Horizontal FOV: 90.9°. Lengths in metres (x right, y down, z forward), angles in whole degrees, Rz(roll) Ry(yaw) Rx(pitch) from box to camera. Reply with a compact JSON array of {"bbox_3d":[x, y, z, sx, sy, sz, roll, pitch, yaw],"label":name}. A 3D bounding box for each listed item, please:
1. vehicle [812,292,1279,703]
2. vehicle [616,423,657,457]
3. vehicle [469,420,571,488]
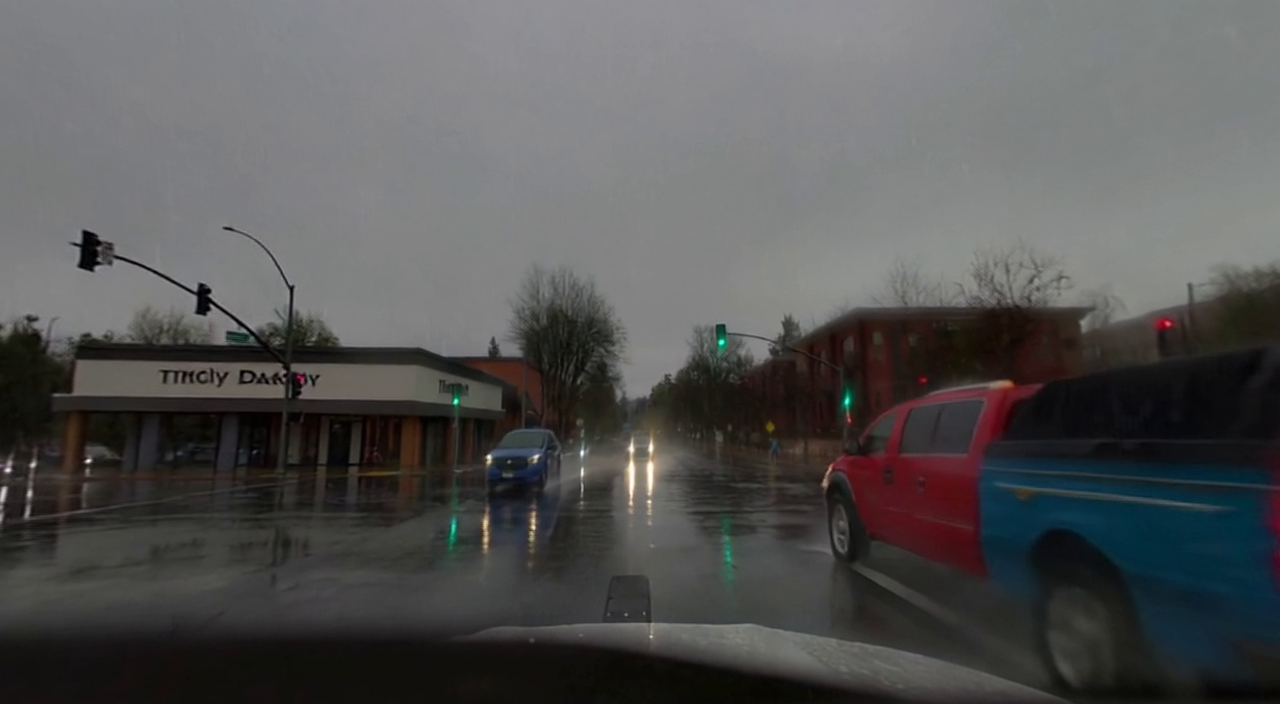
[{"bbox_3d":[2.859,0.985,4.245,2.048,1.725,4.754,0,-8,0],"label":"vehicle"},{"bbox_3d":[-0.238,5.519,39.376,2.390,1.948,5.344,0,-8,-1],"label":"vehicle"},{"bbox_3d":[-3.205,2.829,17.723,1.961,1.658,4.064,-1,-8,2],"label":"vehicle"}]
